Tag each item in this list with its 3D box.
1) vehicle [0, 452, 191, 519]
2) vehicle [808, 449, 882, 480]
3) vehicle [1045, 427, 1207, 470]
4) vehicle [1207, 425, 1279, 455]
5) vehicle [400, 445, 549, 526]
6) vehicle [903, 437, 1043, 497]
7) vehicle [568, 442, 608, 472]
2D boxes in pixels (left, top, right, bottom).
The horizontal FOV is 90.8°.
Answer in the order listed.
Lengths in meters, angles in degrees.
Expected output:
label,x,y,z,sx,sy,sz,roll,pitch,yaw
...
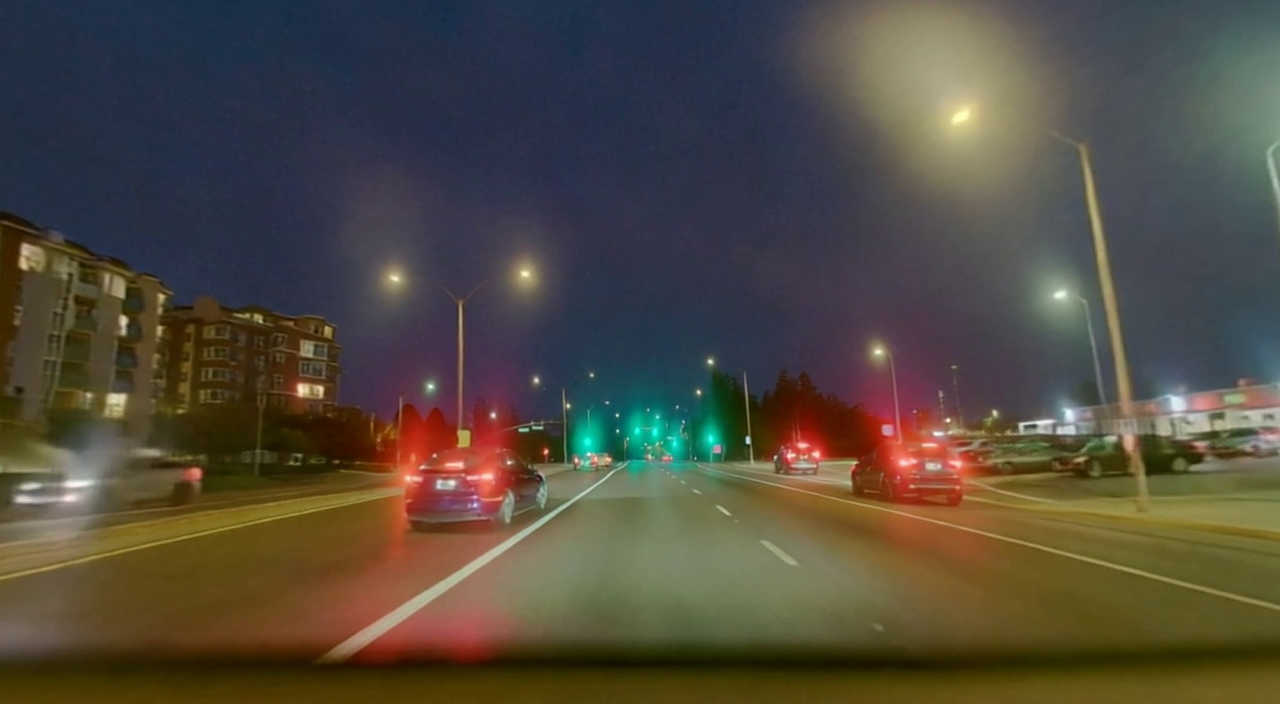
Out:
label,x,y,z,sx,sy,sz,roll,pitch,yaw
vehicle,-14.763,3.575,17.432,1.854,1.586,4.043,0,-9,-2
vehicle,10.184,5.601,31.861,2.045,1.418,4.869,0,-9,-1
vehicle,18.394,3.670,24.091,4.416,1.519,1.988,-1,-9,2
vehicle,34.632,4.842,34.612,4.771,1.577,2.205,-1,-9,4
vehicle,-3.349,2.781,13.836,2.144,1.447,4.421,0,-9,-1
vehicle,10.338,3.589,20.076,1.975,1.677,4.400,0,-9,-1
vehicle,-3.436,7.014,42.509,2.220,1.888,4.904,0,-9,0
